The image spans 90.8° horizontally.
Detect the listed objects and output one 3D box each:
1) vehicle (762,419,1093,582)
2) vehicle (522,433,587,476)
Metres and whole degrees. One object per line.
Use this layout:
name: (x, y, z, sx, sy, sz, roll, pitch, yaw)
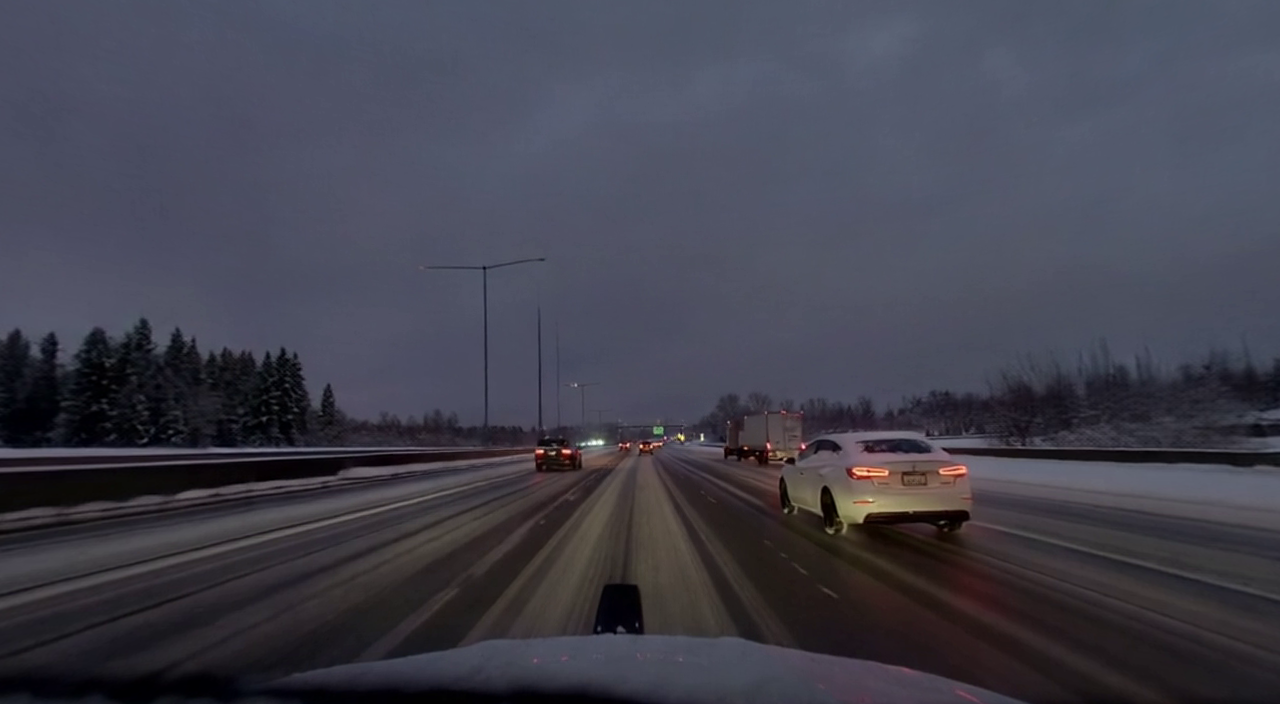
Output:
vehicle: (3.248, 1.796, 8.593, 2.107, 1.550, 4.949, 0, -8, -1)
vehicle: (-3.704, 4.542, 28.199, 2.193, 1.746, 4.512, 0, -8, 1)
